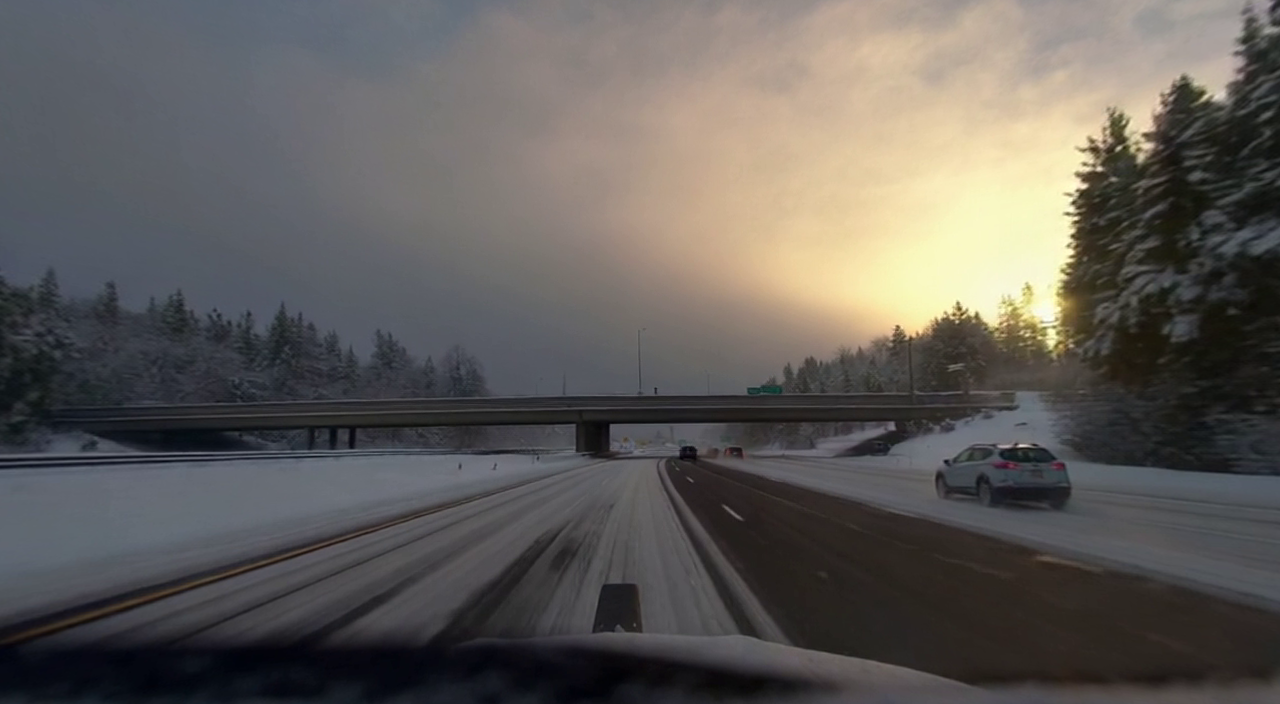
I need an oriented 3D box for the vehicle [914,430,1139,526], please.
[{"bbox_3d":[7.593,2.487,13.049,1.862,1.613,4.316,0,-9,0],"label":"vehicle"}]
